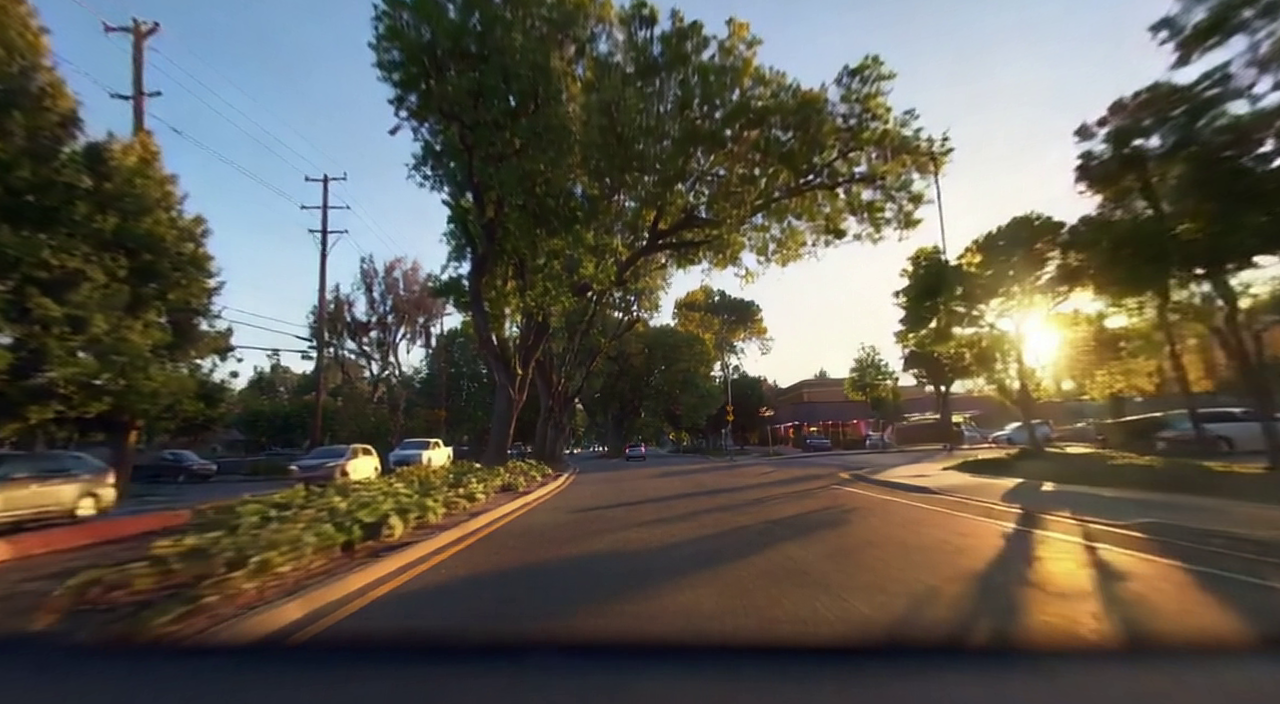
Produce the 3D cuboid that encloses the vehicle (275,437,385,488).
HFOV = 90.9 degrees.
[{"bbox_3d":[-10.318,3.687,21.329,1.778,1.517,3.923,0,-8,-1],"label":"vehicle"}]

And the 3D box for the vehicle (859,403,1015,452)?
[{"bbox_3d":[18.960,4.923,40.619,8.462,3.012,2.906,0,-8,-1],"label":"vehicle"}]

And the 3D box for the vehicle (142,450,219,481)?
[{"bbox_3d":[-24.603,6.040,33.925,1.863,1.519,4.451,2,-9,-16],"label":"vehicle"}]

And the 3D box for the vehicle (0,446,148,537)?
[{"bbox_3d":[-11.717,2.499,11.602,1.931,1.493,4.308,0,-9,-2],"label":"vehicle"}]

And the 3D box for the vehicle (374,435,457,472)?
[{"bbox_3d":[-11.925,5.460,34.039,2.471,1.783,5.903,0,-8,-2],"label":"vehicle"}]

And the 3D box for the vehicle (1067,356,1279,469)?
[{"bbox_3d":[17.711,2.242,21.125,2.920,2.995,8.704,-3,-9,16],"label":"vehicle"}]

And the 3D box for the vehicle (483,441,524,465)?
[{"bbox_3d":[-10.632,7.948,49.553,2.189,1.747,4.651,0,-9,0],"label":"vehicle"}]
